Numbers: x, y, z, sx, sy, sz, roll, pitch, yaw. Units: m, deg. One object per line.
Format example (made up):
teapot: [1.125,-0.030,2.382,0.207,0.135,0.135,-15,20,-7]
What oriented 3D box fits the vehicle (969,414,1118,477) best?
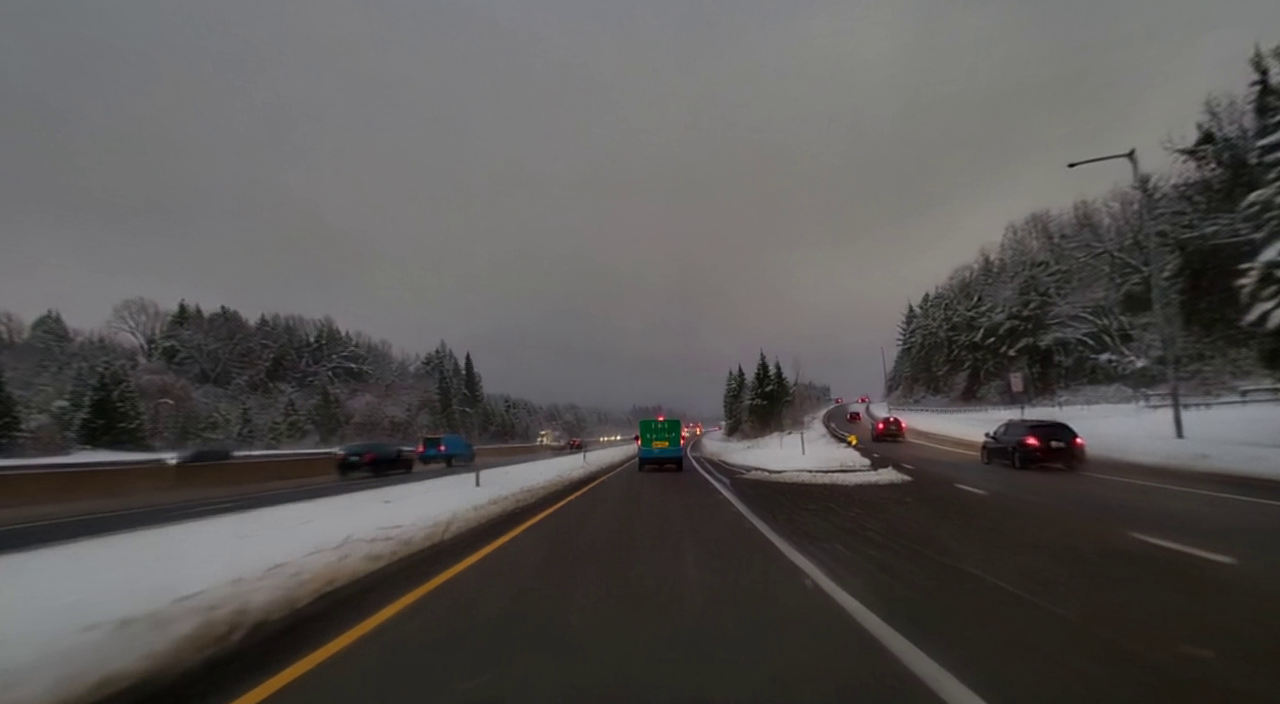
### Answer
vehicle: [11.989,2.810,19.196,2.098,1.654,4.637,-2,-8,10]

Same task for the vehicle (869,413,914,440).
vehicle: [18.192,5.462,45.859,2.167,1.798,4.838,-2,-8,12]

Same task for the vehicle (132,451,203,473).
vehicle: [-33.309,7.747,44.610,1.896,1.433,3.831,-1,-8,3]

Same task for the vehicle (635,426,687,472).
vehicle: [0.869,4.174,27.423,2.043,1.821,4.558,0,-8,1]

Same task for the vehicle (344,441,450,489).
vehicle: [-8.715,4.049,23.086,1.896,1.543,4.429,-1,-8,3]
